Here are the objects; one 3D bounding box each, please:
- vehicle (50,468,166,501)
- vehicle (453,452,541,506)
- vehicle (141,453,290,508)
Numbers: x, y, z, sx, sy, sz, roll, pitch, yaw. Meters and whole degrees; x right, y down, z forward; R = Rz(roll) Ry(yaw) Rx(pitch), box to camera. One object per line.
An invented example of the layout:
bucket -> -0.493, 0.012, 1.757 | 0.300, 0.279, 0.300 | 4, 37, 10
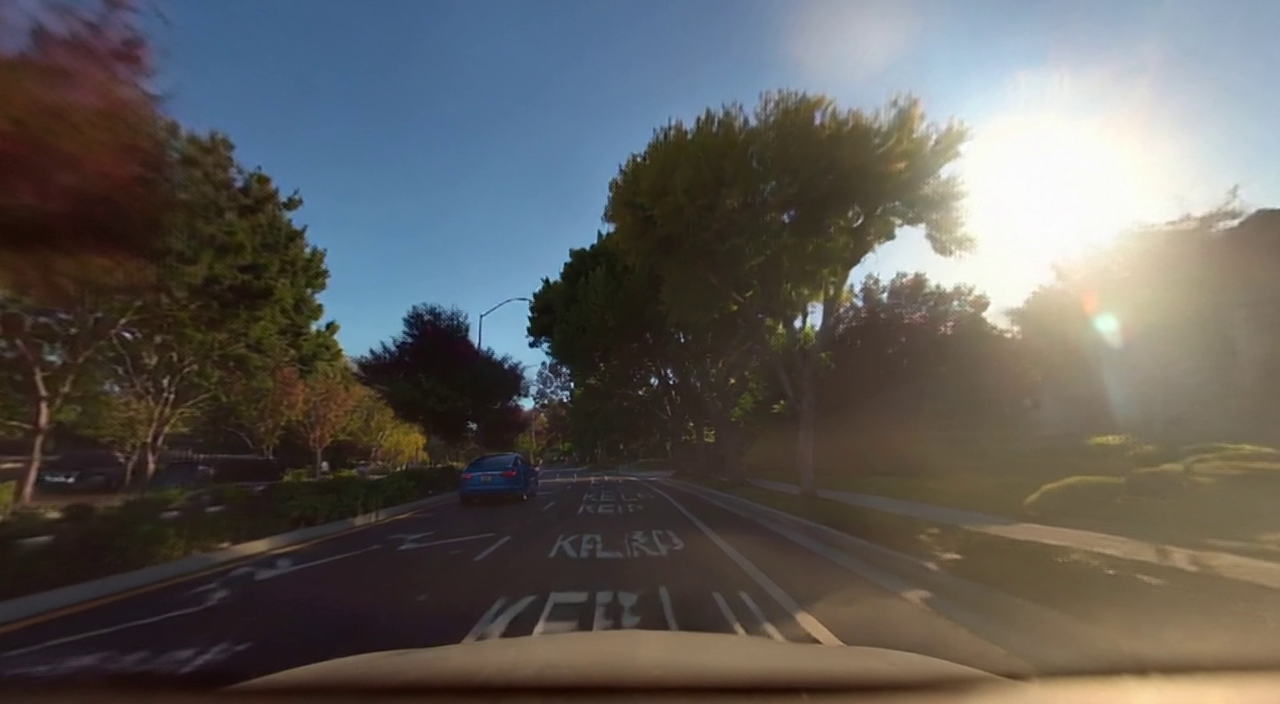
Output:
vehicle -> -30.516, 7.609, 36.412 | 4.582, 1.683, 1.974 | 2, -9, -13
vehicle -> -4.539, 4.079, 20.816 | 1.980, 1.508, 4.502 | 0, -9, -2
vehicle -> -18.538, 5.575, 28.155 | 2.544, 2.065, 6.253 | 0, -9, -3
